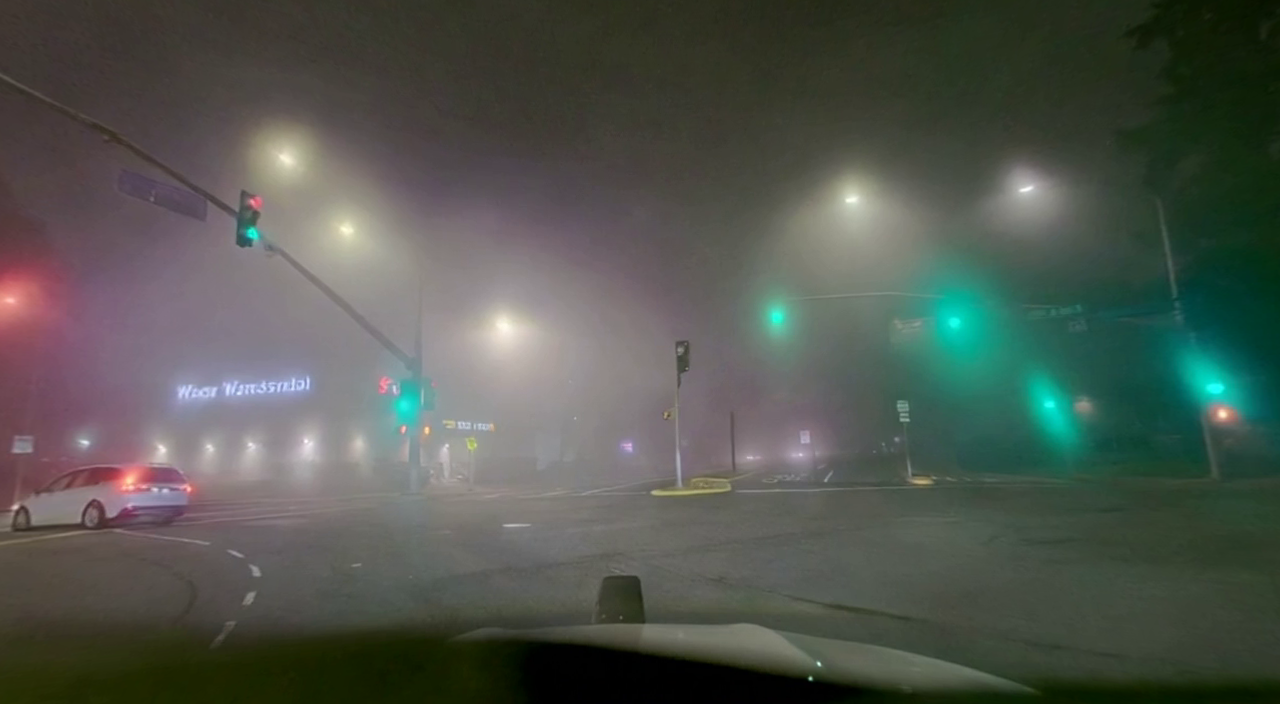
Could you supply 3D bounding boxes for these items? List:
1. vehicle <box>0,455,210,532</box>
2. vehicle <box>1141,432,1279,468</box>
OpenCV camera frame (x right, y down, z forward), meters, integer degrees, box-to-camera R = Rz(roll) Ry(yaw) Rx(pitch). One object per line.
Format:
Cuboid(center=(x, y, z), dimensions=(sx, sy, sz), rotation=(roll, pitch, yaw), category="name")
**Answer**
Cuboid(center=(-13.475, 3.436, 15.856), dimensions=(4.312, 1.642, 2.197), rotation=(-3, -9, 20), category="vehicle")
Cuboid(center=(28.763, 4.934, 31.927), dimensions=(4.908, 1.713, 1.903), rotation=(-2, -9, 13), category="vehicle")
